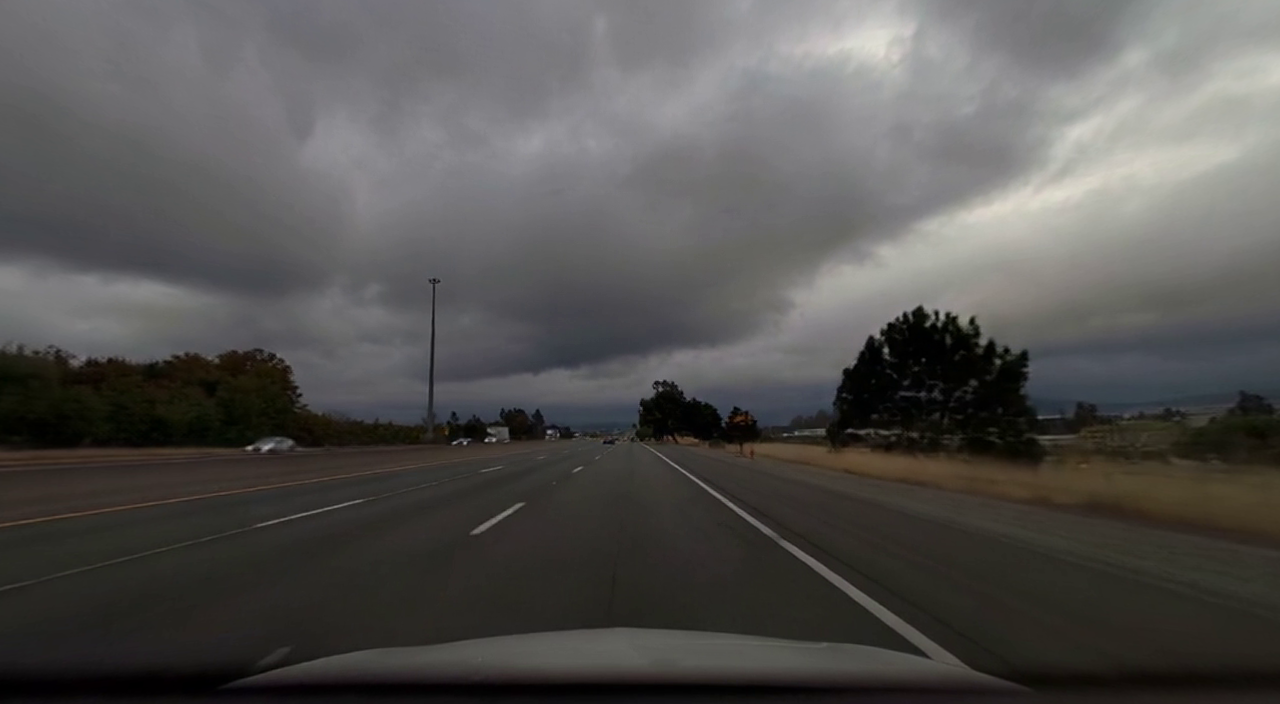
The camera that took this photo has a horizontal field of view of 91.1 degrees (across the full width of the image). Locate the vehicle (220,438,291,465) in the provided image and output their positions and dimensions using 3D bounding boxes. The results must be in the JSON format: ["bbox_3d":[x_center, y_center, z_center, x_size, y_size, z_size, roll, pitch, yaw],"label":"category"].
[{"bbox_3d":[-24.771,6.384,40.671,1.877,1.586,4.313,0,-8,-1],"label":"vehicle"}]
